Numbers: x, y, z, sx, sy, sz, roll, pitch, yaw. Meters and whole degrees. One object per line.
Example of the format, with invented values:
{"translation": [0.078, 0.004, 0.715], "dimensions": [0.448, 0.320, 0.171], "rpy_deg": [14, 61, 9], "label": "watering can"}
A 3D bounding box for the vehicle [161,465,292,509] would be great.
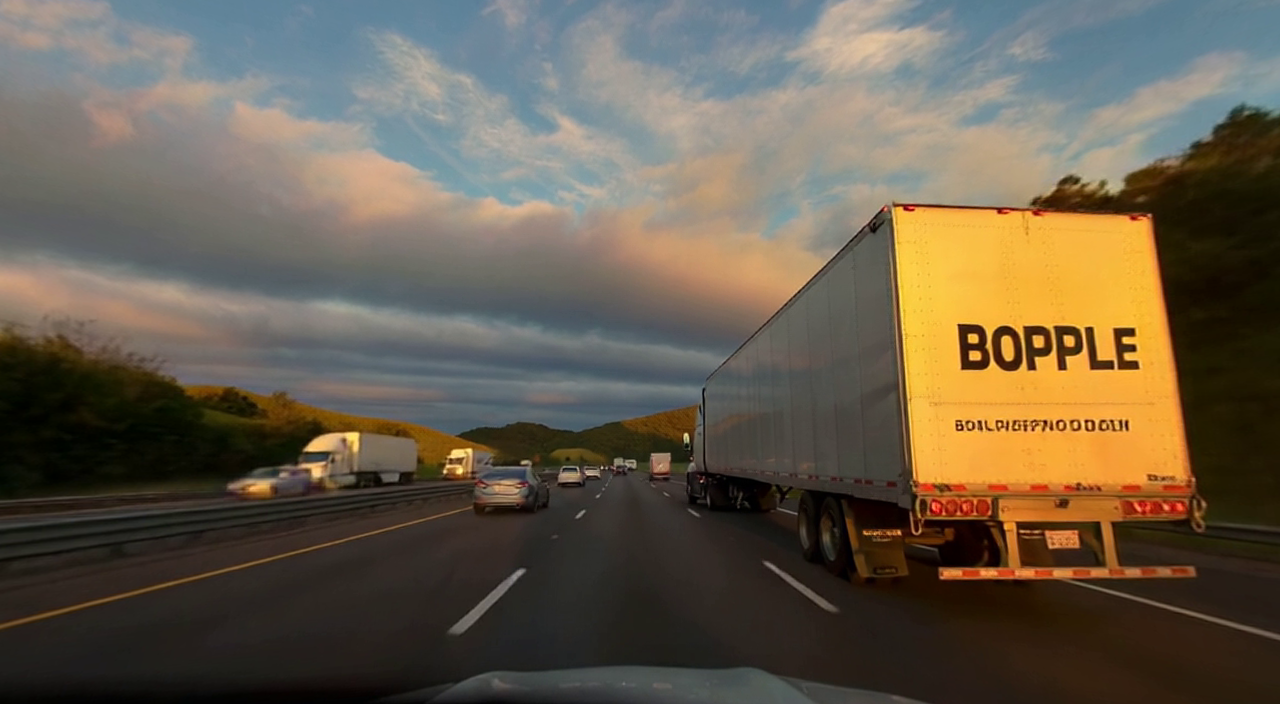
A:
{"translation": [-15.529, 5.086, 24.010], "dimensions": [1.995, 1.485, 4.370], "rpy_deg": [1, -11, 0], "label": "vehicle"}

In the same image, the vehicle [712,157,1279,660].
{"translation": [3.761, 1.609, 12.033], "dimensions": [2.839, 4.062, 14.051], "rpy_deg": [1, -11, -1], "label": "vehicle"}

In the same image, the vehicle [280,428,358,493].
{"translation": [-19.918, 6.798, 39.321], "dimensions": [2.987, 3.793, 3.084], "rpy_deg": [1, -11, -1], "label": "vehicle"}

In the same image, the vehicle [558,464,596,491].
{"translation": [-4.051, 8.185, 41.225], "dimensions": [2.063, 1.671, 4.197], "rpy_deg": [1, -11, 0], "label": "vehicle"}

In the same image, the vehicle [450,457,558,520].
{"translation": [-3.792, 3.947, 18.588], "dimensions": [2.088, 1.566, 4.853], "rpy_deg": [1, -11, 0], "label": "vehicle"}
